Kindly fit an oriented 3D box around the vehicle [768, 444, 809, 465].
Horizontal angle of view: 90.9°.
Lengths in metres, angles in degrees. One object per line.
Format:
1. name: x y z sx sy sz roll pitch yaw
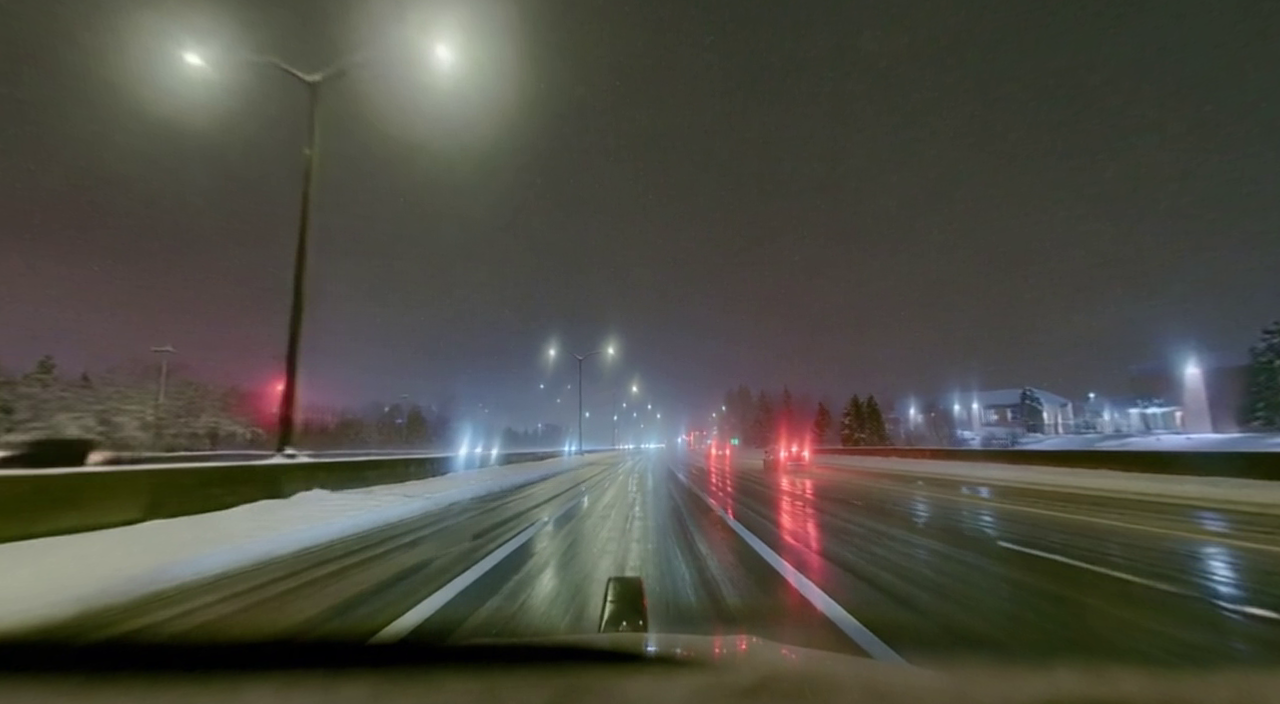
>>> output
1. vehicle: 11.262 7.797 48.073 2.000 1.514 4.585 0 -9 0
